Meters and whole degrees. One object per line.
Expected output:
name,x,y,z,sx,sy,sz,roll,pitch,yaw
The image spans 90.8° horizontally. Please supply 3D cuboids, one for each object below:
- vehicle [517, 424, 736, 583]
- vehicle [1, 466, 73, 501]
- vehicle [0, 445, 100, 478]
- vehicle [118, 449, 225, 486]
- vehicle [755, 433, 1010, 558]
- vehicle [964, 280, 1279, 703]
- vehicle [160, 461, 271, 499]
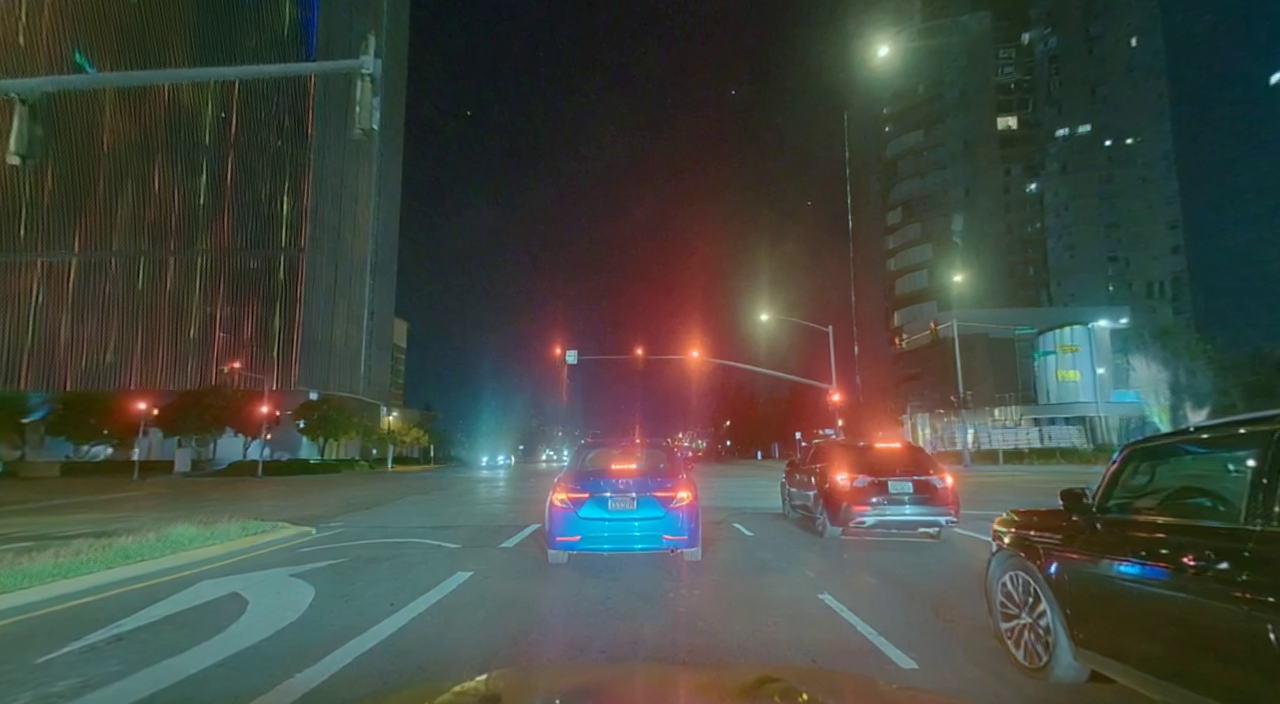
vehicle,-0.140,1.740,8.065,2.095,1.502,3.873,0,-8,0
vehicle,-27.999,6.077,29.451,1.972,1.433,4.324,8,-12,-39
vehicle,-35.480,6.516,37.473,2.145,1.797,5.198,-1,-10,1
vehicle,-27.481,6.754,37.360,2.300,1.932,5.056,-1,-8,2
vehicle,3.227,1.995,9.593,2.009,1.414,4.416,0,-8,-2
vehicle,3.000,0.622,1.575,2.047,1.785,4.357,0,-8,0
vehicle,-19.076,5.762,28.703,1.942,1.453,4.448,0,-9,0
